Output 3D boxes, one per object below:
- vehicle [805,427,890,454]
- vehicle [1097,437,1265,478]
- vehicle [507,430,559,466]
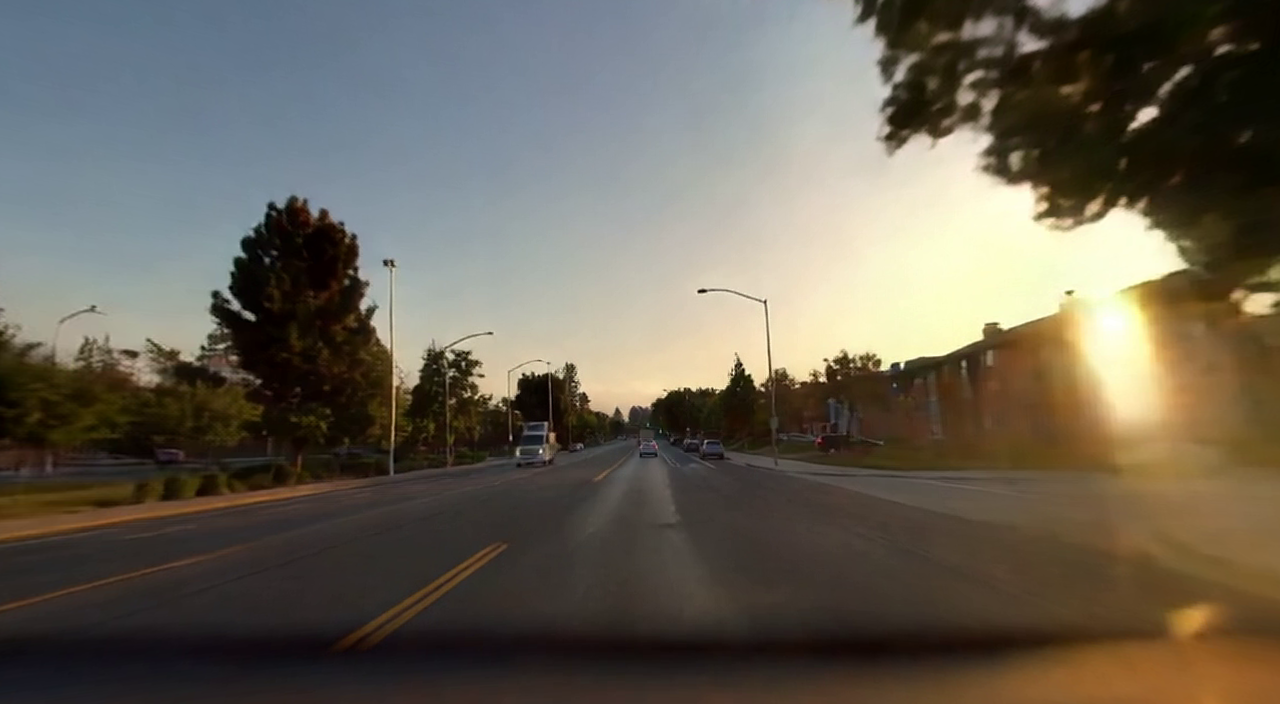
[{"bbox_3d":[13.645,5.834,41.469,4.674,1.557,2.288,-1,-8,-5],"label":"vehicle"},{"bbox_3d":[20.883,4.062,24.350,4.849,1.470,2.041,0,-8,-7],"label":"vehicle"},{"bbox_3d":[-7.268,6.612,43.297,2.413,2.267,6.252,0,-9,1],"label":"vehicle"}]
